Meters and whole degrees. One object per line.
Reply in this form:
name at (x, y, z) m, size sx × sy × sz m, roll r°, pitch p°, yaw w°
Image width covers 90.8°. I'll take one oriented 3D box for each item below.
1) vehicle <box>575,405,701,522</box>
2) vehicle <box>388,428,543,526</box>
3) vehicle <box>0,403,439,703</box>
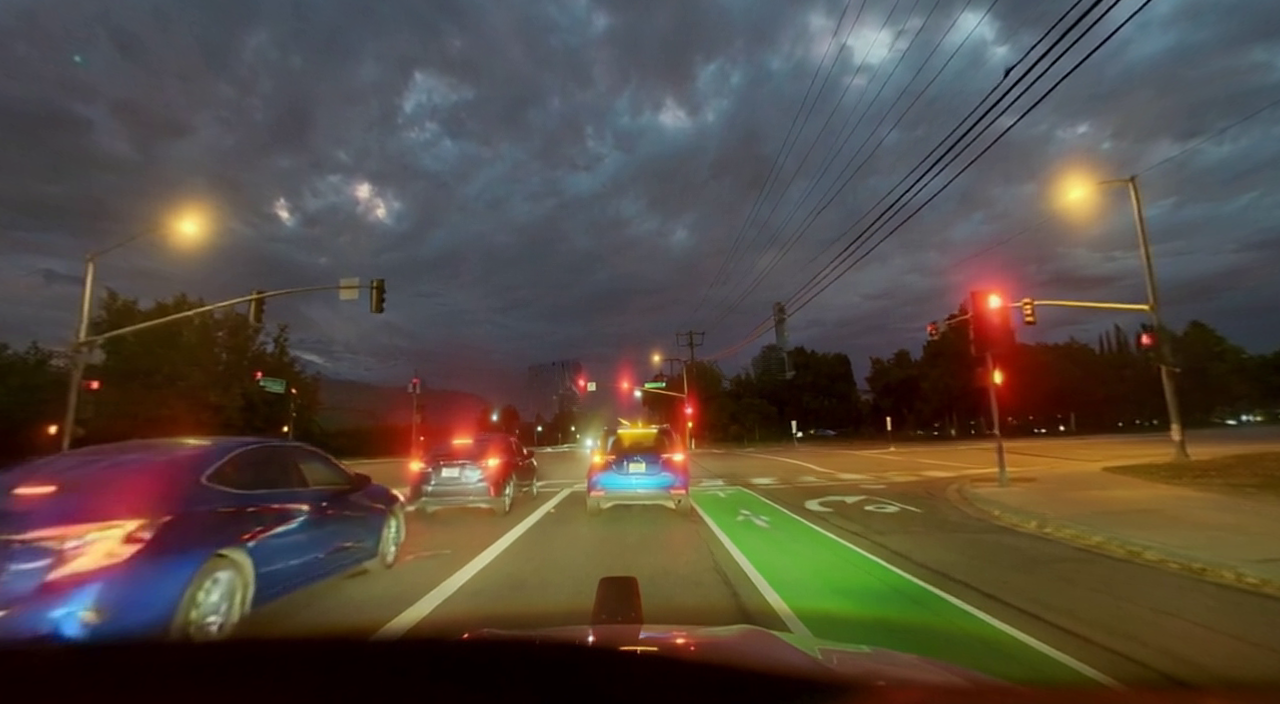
vehicle at (-0.075, 2.234, 12.957) m, size 2.036 × 1.885 × 5.196 m, roll 0°, pitch -9°, yaw -1°
vehicle at (-3.001, 2.247, 11.755) m, size 1.726 × 1.506 × 3.840 m, roll 0°, pitch -9°, yaw 1°
vehicle at (-3.505, 1.273, 4.978) m, size 2.138 × 1.488 × 5.327 m, roll 0°, pitch -7°, yaw -1°
